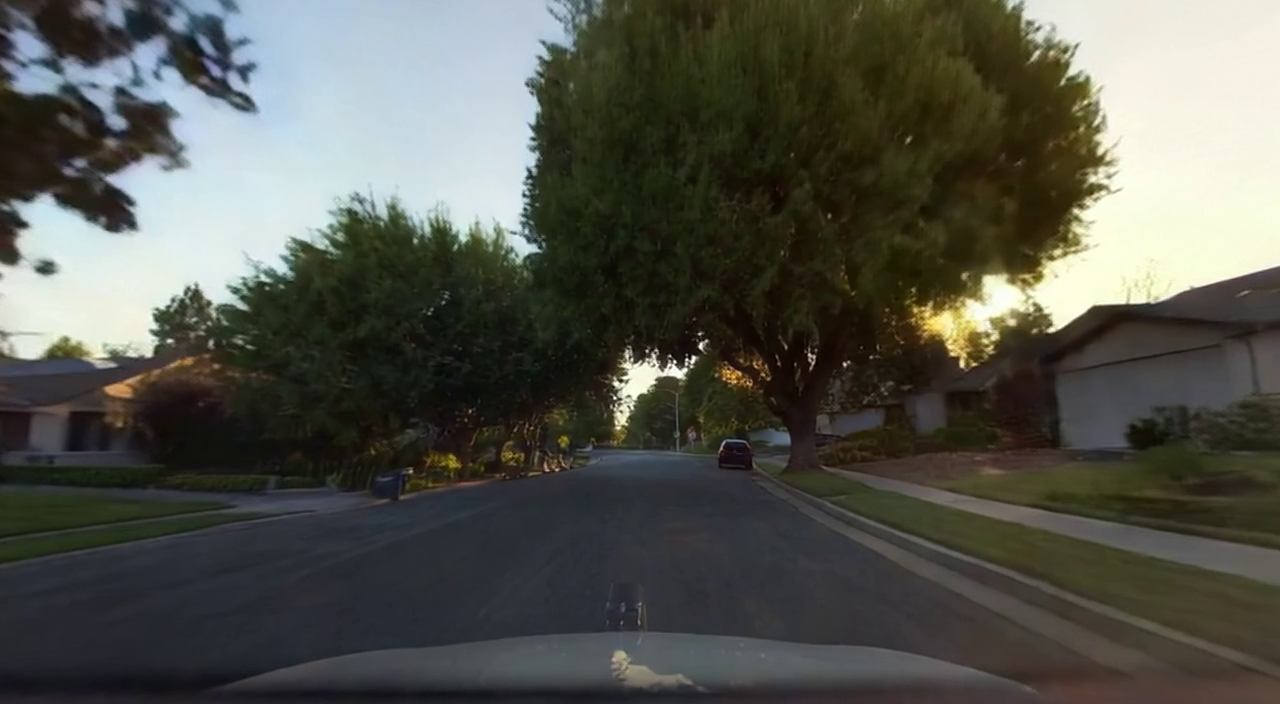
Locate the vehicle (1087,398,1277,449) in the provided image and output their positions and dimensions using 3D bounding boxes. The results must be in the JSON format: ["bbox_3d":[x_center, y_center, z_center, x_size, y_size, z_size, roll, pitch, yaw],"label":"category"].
[{"bbox_3d":[18.285,2.546,21.686,1.997,1.564,4.620,1,-9,-9],"label":"vehicle"}]

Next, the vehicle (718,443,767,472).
[{"bbox_3d":[5.731,5.982,35.932,2.088,1.522,4.449,0,-9,1],"label":"vehicle"}]
